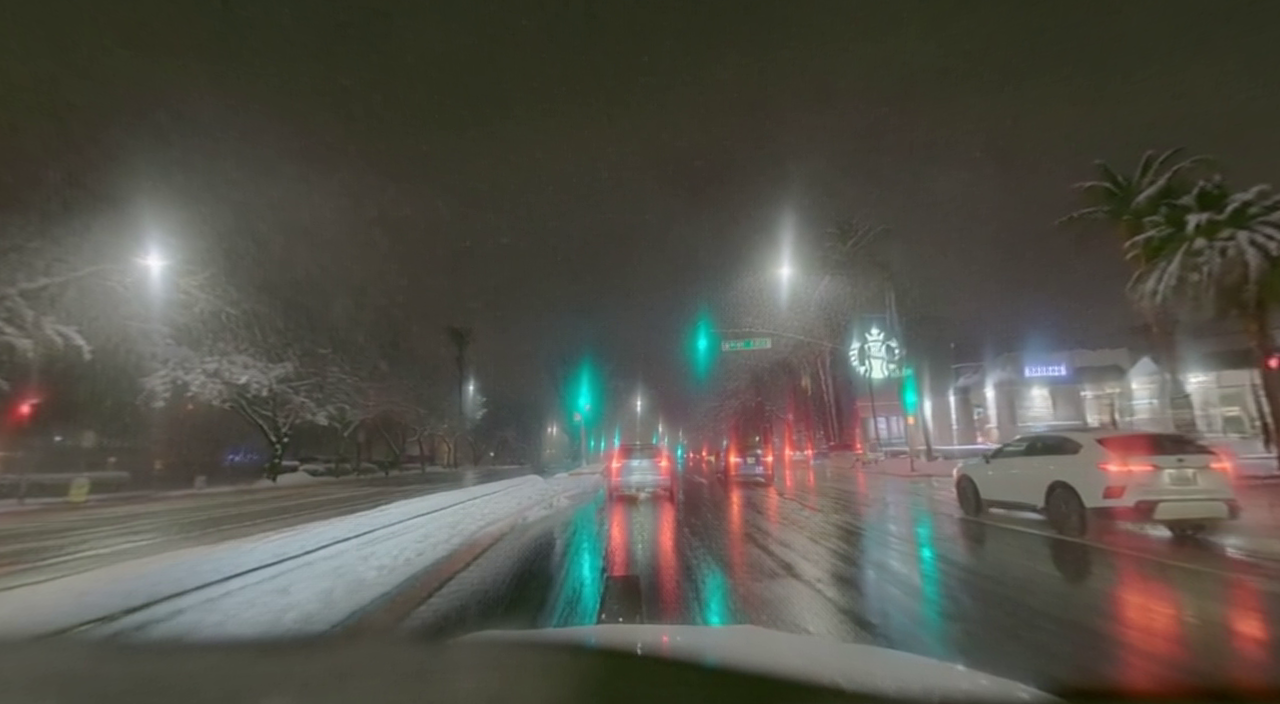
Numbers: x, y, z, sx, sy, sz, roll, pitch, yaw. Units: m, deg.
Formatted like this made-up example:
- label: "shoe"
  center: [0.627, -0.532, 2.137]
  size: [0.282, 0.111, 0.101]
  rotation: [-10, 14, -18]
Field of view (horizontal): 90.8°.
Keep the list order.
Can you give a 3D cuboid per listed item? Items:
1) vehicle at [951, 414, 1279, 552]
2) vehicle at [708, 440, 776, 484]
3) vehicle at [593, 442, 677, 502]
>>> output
- label: "vehicle"
  center: [6.901, 1.903, 9.837]
  size: [1.940, 1.674, 4.085]
  rotation: [0, -8, -1]
- label: "vehicle"
  center: [3.883, 4.259, 24.748]
  size: [1.892, 1.532, 4.177]
  rotation: [0, -8, -1]
- label: "vehicle"
  center: [-0.133, 3.299, 17.853]
  size: [2.110, 1.487, 3.873]
  rotation: [0, -8, 0]
